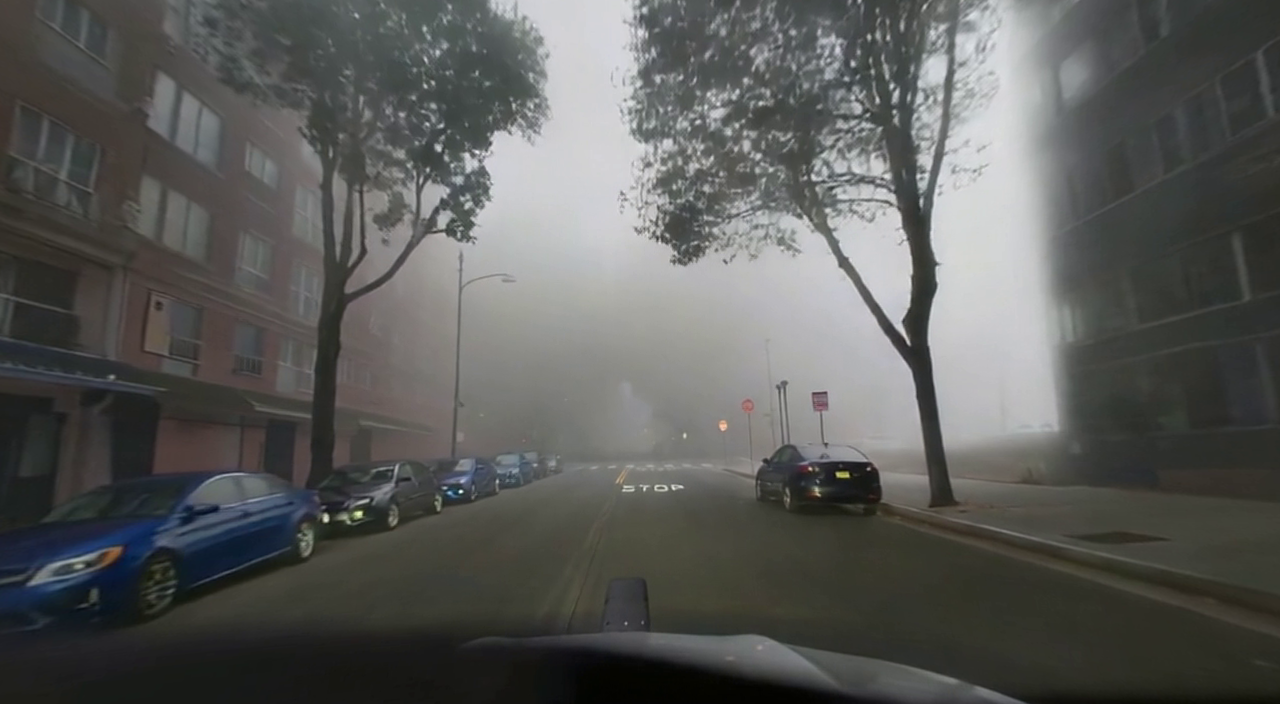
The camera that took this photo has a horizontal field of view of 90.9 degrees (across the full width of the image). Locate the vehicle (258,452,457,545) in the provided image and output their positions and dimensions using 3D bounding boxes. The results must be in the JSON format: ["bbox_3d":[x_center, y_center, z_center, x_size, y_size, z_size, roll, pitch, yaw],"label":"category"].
[{"bbox_3d":[-5.432,2.839,13.042,1.873,1.448,5.013,0,-8,-1],"label":"vehicle"}]

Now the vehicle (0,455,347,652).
[{"bbox_3d":[-5.382,1.958,7.204,2.089,1.463,4.350,0,-8,-2],"label":"vehicle"}]

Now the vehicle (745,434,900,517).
[{"bbox_3d":[3.845,2.664,14.148,1.978,1.554,4.192,0,-8,-4],"label":"vehicle"}]
